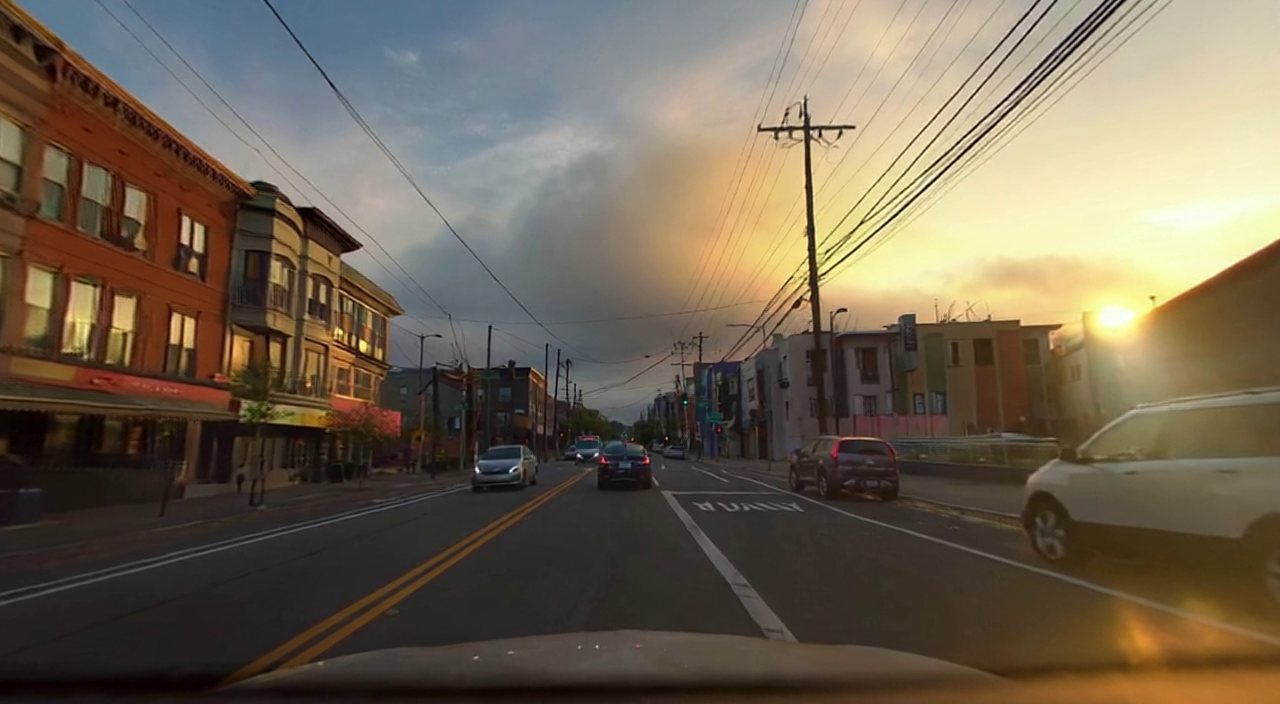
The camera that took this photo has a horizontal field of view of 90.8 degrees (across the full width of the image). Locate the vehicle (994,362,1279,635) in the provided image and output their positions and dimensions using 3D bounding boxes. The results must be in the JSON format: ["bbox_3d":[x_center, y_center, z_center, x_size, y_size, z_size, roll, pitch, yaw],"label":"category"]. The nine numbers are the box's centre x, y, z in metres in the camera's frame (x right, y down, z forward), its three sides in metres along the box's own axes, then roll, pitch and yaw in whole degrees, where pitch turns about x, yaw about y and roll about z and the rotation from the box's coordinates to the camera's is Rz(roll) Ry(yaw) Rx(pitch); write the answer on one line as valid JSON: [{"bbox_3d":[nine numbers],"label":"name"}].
[{"bbox_3d":[6.104,1.308,6.048,2.208,2.106,5.496,0,-9,0],"label":"vehicle"}]

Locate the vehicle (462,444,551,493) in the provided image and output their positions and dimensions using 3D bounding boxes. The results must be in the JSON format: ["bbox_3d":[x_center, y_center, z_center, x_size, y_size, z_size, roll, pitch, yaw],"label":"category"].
[{"bbox_3d":[-4.437,3.939,21.747,2.181,1.500,4.319,0,-8,-1],"label":"vehicle"}]

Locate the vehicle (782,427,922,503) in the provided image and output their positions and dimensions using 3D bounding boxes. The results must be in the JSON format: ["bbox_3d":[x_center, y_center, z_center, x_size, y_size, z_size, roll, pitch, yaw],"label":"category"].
[{"bbox_3d":[6.105,3.341,19.166,2.197,1.917,5.637,0,-8,-1],"label":"vehicle"}]

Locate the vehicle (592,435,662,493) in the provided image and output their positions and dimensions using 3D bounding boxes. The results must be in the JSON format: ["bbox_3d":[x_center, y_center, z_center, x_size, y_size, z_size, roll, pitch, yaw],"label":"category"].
[{"bbox_3d":[-0.396,3.477,19.921,1.980,1.635,3.795,0,-8,-1],"label":"vehicle"}]
